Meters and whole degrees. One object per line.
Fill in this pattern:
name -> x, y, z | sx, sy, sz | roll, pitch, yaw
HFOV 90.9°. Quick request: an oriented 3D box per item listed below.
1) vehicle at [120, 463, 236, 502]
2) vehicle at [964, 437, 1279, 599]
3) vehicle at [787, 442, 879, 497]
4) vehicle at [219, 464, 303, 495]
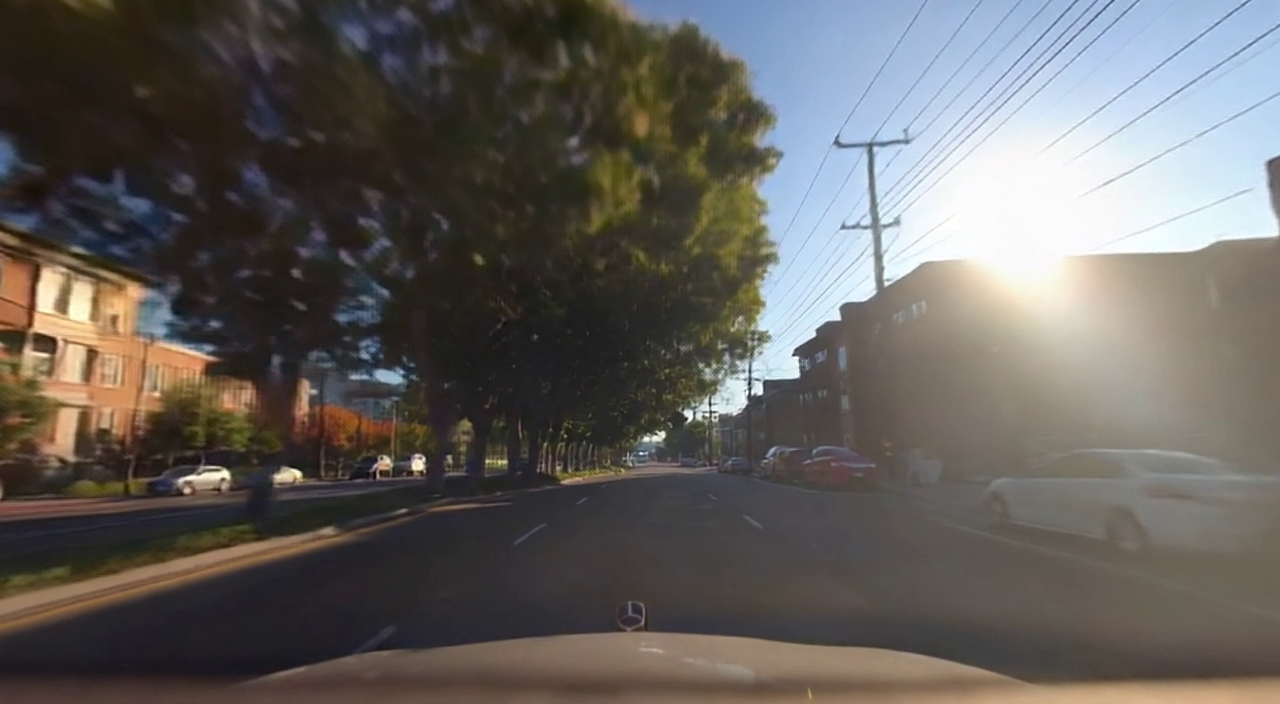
vehicle -> -22.286, 6.283, 30.697 | 1.966, 1.595, 4.719 | -1, -8, 1
vehicle -> 6.785, 1.988, 8.703 | 1.881, 1.559, 4.959 | 0, -8, -2
vehicle -> 7.121, 4.353, 23.798 | 1.998, 1.819, 4.621 | 0, -8, 0
vehicle -> -22.081, 7.436, 36.989 | 1.921, 1.508, 4.738 | -1, -8, 1
